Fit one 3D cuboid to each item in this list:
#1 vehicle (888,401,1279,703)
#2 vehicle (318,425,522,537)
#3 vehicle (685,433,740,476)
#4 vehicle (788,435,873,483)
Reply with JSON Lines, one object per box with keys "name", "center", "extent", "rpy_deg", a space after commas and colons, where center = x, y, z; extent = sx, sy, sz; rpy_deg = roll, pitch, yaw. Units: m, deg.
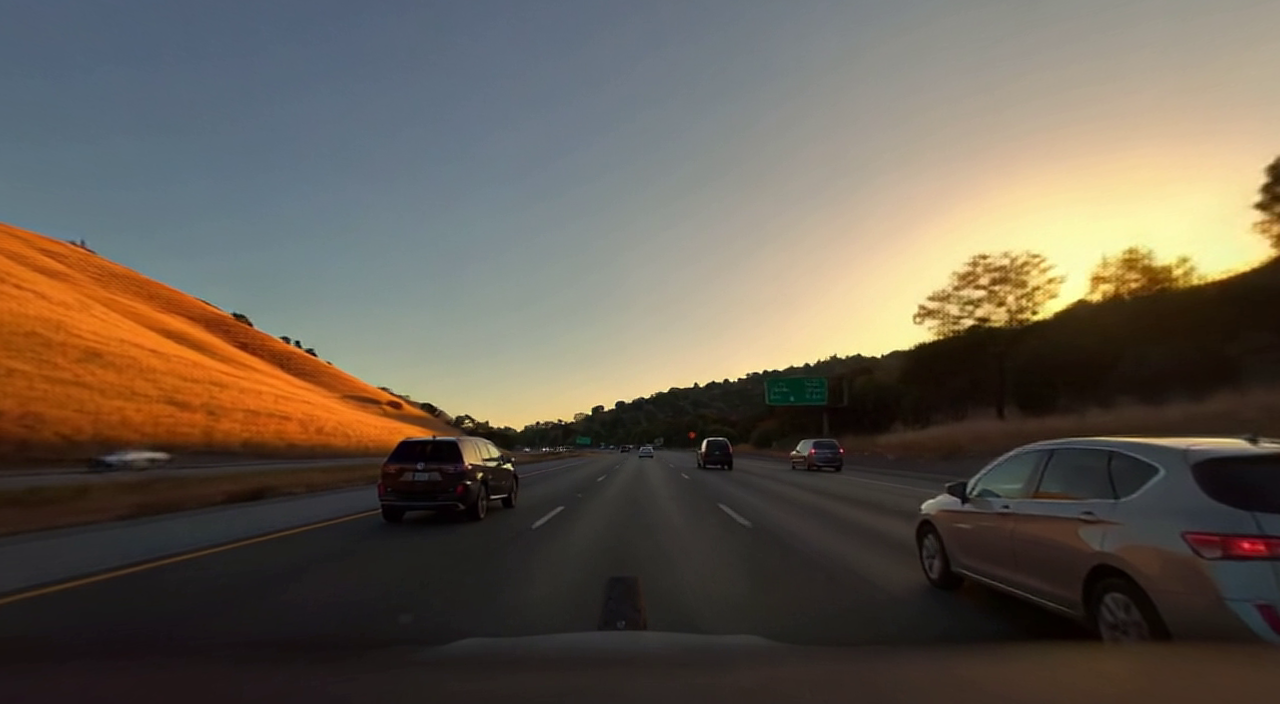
{"name": "vehicle", "center": [3.411, 1.170, 4.008], "extent": [1.941, 1.481, 4.300], "rpy_deg": [0, -8, 1]}
{"name": "vehicle", "center": [-3.780, 2.295, 11.866], "extent": [2.166, 1.672, 4.388], "rpy_deg": [0, -8, 1]}
{"name": "vehicle", "center": [3.502, 5.025, 31.255], "extent": [2.121, 1.925, 5.056], "rpy_deg": [0, -8, 0]}
{"name": "vehicle", "center": [7.405, 4.201, 25.037], "extent": [1.998, 1.717, 4.338], "rpy_deg": [0, -8, 0]}
